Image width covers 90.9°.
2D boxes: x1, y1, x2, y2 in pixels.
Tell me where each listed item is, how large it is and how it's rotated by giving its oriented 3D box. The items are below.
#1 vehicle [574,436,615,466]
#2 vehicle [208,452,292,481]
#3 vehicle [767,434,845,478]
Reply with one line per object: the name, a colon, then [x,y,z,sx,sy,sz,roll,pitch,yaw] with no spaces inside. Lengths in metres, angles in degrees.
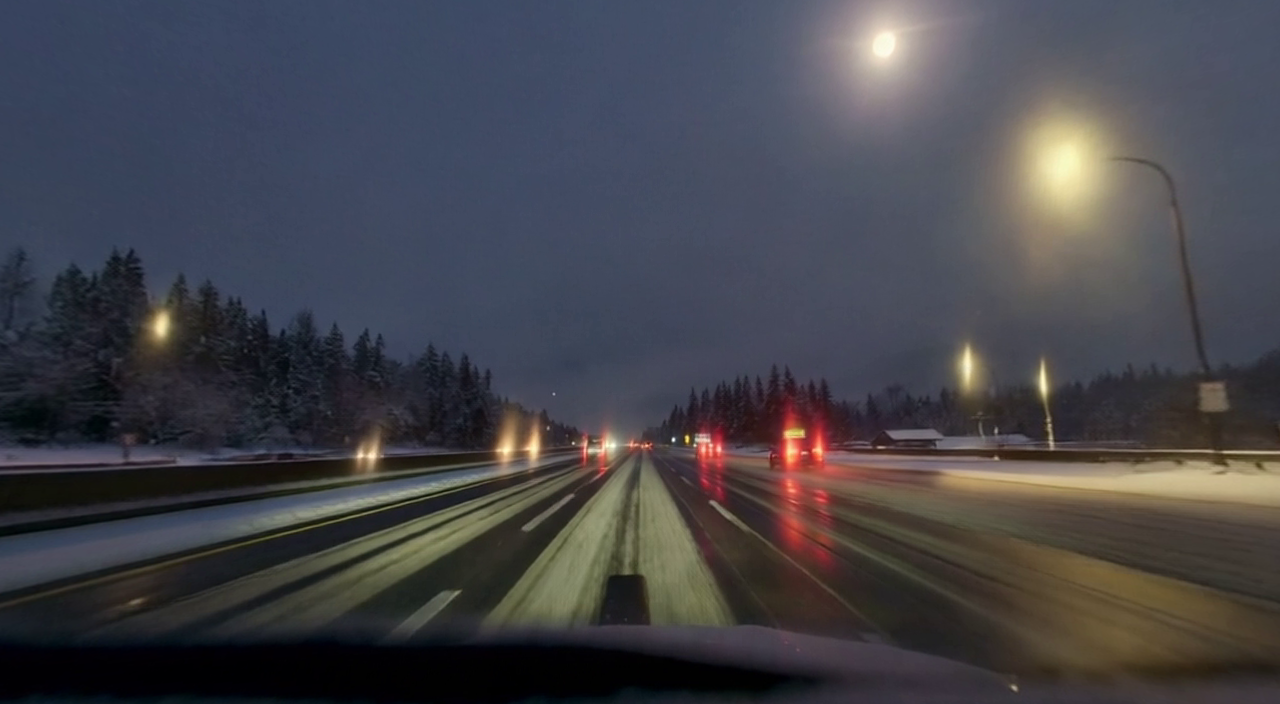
vehicle: [-3.138,6.947,44.428,2.453,1.952,5.320,0,-8,1]
vehicle: [-22.085,6.491,35.946,1.878,1.486,4.512,0,-8,0]
vehicle: [6.898,4.358,26.678,2.063,1.706,4.259,0,-8,-1]
